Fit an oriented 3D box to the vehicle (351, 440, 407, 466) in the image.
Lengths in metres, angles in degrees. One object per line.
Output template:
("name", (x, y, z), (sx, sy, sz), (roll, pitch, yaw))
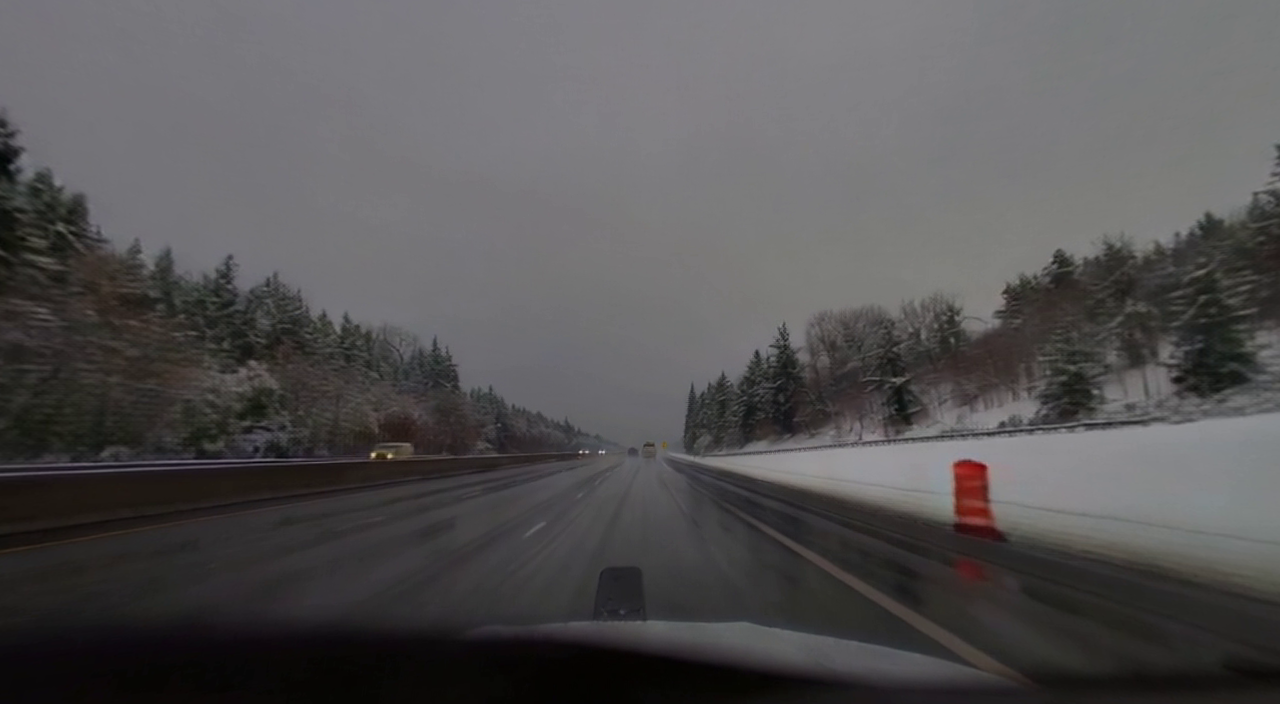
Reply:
("vehicle", (-20.354, 7.937, 49.449), (2.098, 1.880, 5.117), (0, -9, 1))
